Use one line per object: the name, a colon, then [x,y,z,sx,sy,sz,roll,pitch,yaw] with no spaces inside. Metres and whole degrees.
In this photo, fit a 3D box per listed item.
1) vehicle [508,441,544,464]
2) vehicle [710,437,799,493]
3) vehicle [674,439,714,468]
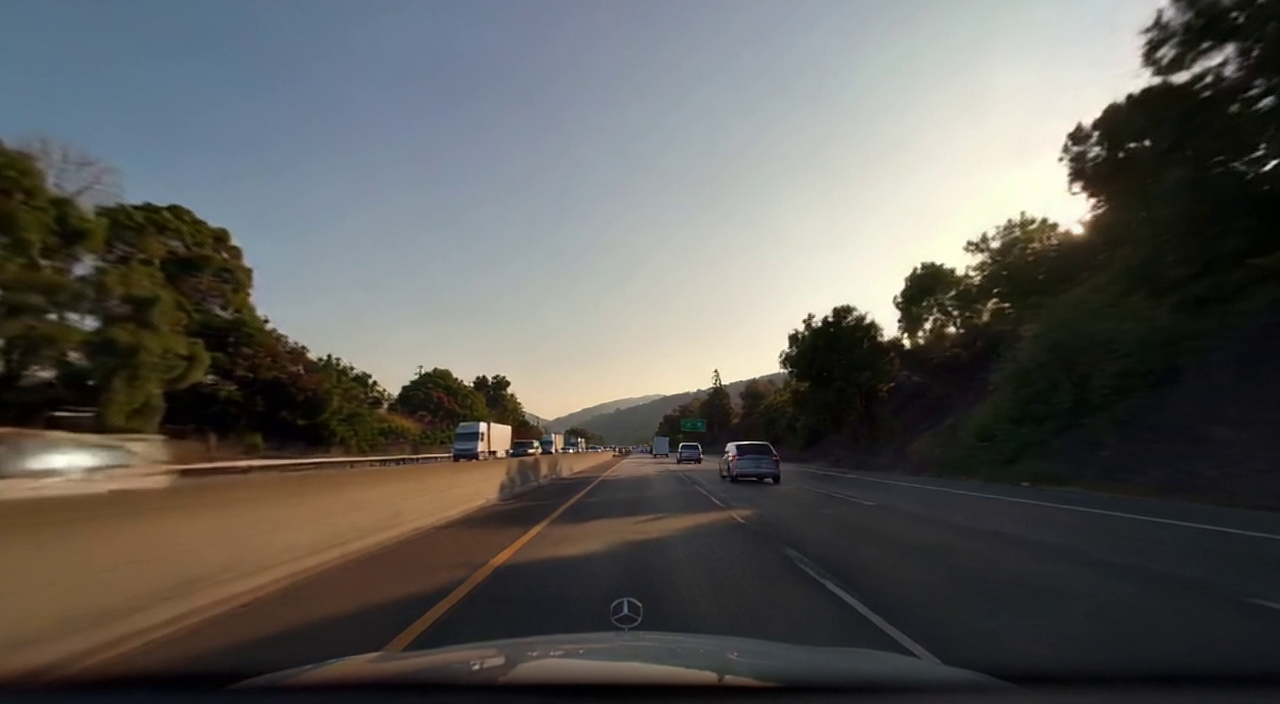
vehicle: [-8.692,7.734,48.439,1.988,1.672,4.426,0,-9,0]
vehicle: [3.564,3.619,20.505,2.023,1.603,4.159,0,-9,-1]
vehicle: [3.460,6.664,41.391,2.070,1.751,4.576,0,-9,-2]
